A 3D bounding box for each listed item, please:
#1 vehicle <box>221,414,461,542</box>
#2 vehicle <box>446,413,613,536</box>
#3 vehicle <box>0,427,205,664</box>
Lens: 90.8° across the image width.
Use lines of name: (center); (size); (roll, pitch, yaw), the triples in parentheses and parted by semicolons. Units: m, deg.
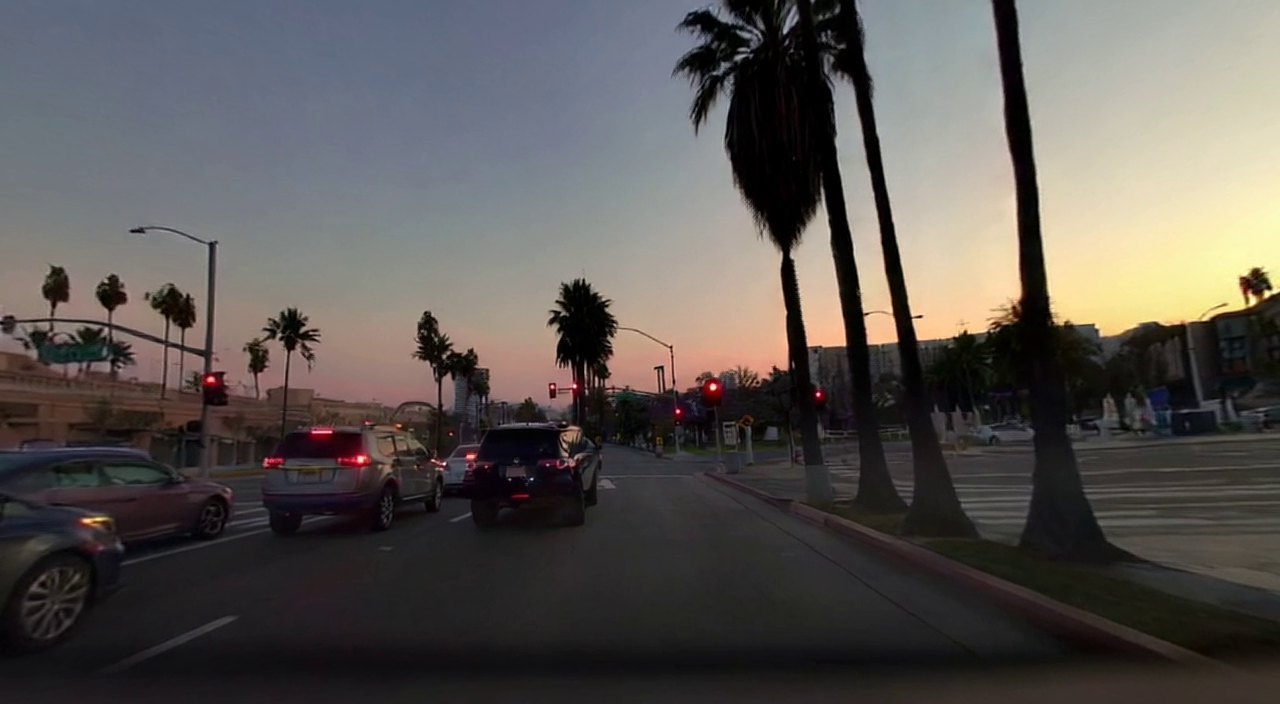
vehicle: (-5.116, 2.227, 11.802); (2.025, 1.862, 4.804); (0, -9, 1)
vehicle: (-1.689, 2.097, 11.352); (2.153, 1.759, 4.320); (0, -9, 1)
vehicle: (-5.234, 1.223, 3.735); (1.885, 1.567, 4.775); (0, -9, 1)
